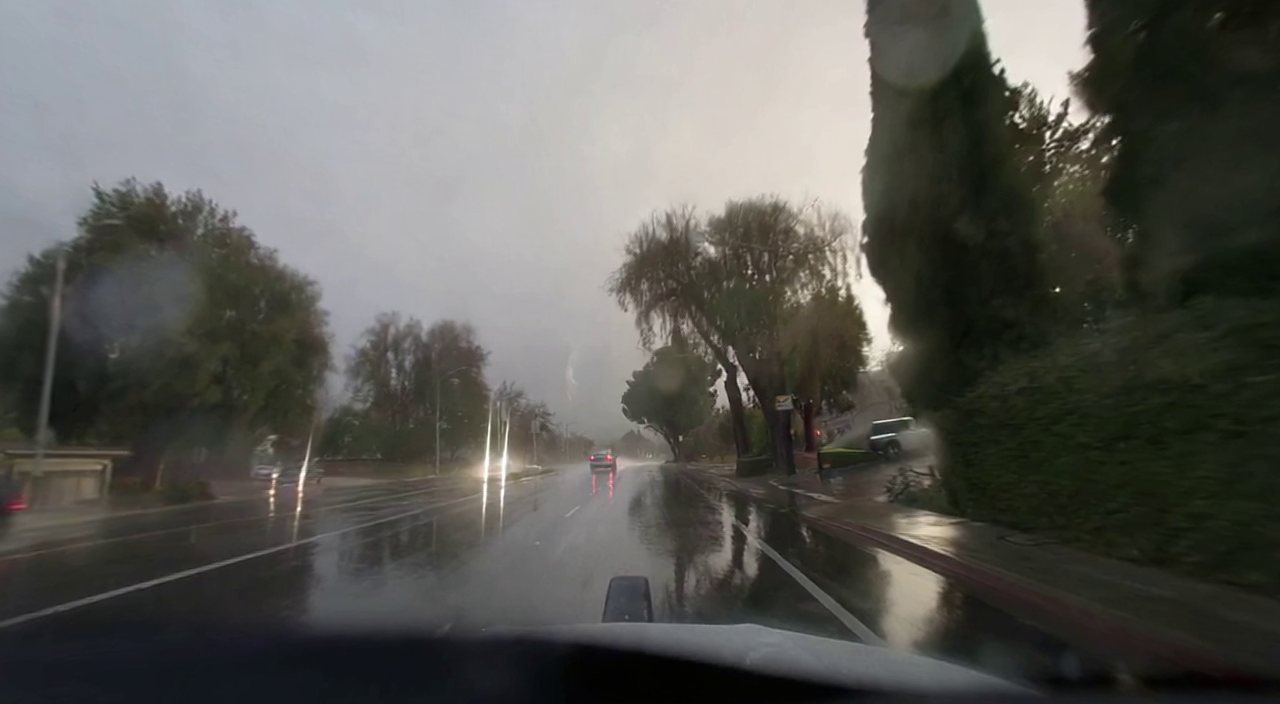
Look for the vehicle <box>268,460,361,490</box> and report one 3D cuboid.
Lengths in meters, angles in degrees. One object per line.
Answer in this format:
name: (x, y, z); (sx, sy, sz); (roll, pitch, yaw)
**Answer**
vehicle: (-19.538, 7.374, 37.956); (4.553, 1.681, 1.931); (-1, -8, 3)
